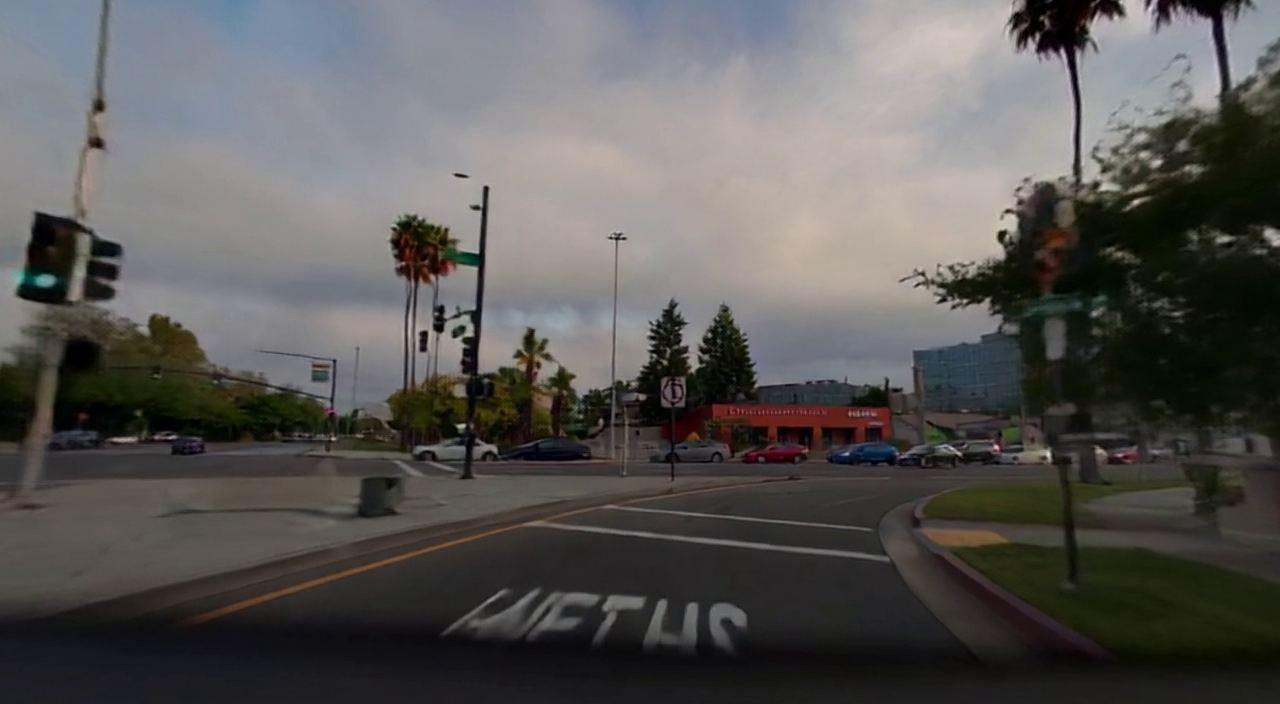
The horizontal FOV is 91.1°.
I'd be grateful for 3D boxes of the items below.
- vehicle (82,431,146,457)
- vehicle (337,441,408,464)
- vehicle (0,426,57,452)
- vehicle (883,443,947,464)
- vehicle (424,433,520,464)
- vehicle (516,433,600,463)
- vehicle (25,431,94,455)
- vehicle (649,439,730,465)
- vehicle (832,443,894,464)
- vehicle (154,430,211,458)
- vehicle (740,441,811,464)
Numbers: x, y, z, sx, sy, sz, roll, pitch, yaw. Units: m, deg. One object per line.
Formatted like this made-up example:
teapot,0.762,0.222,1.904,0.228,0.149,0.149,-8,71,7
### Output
vehicle,-33.969,5.967,40.680,1.977,1.584,3.983,4,-9,-23
vehicle,-18.585,6.974,43.653,4.389,1.502,1.794,4,-9,-23
vehicle,-43.815,6.245,44.671,1.884,1.678,4.527,3,-10,-23
vehicle,20.353,7.496,46.435,4.356,1.543,1.844,4,-9,-24
vehicle,-8.941,5.158,33.439,4.648,1.501,1.862,5,-10,-23
vehicle,-5.025,5.845,38.336,4.713,1.664,1.909,3,-10,-24
vehicle,-37.442,5.901,40.613,1.900,1.462,4.225,4,-9,-24
vehicle,3.302,6.716,41.925,5.112,1.593,1.865,5,-12,-22
vehicle,17.117,7.792,48.174,4.291,1.474,1.857,3,-12,-24
vehicle,-30.609,6.186,42.134,2.114,1.784,4.450,4,-9,-24
vehicle,9.722,7.200,44.901,4.774,1.493,1.854,5,-9,-24
